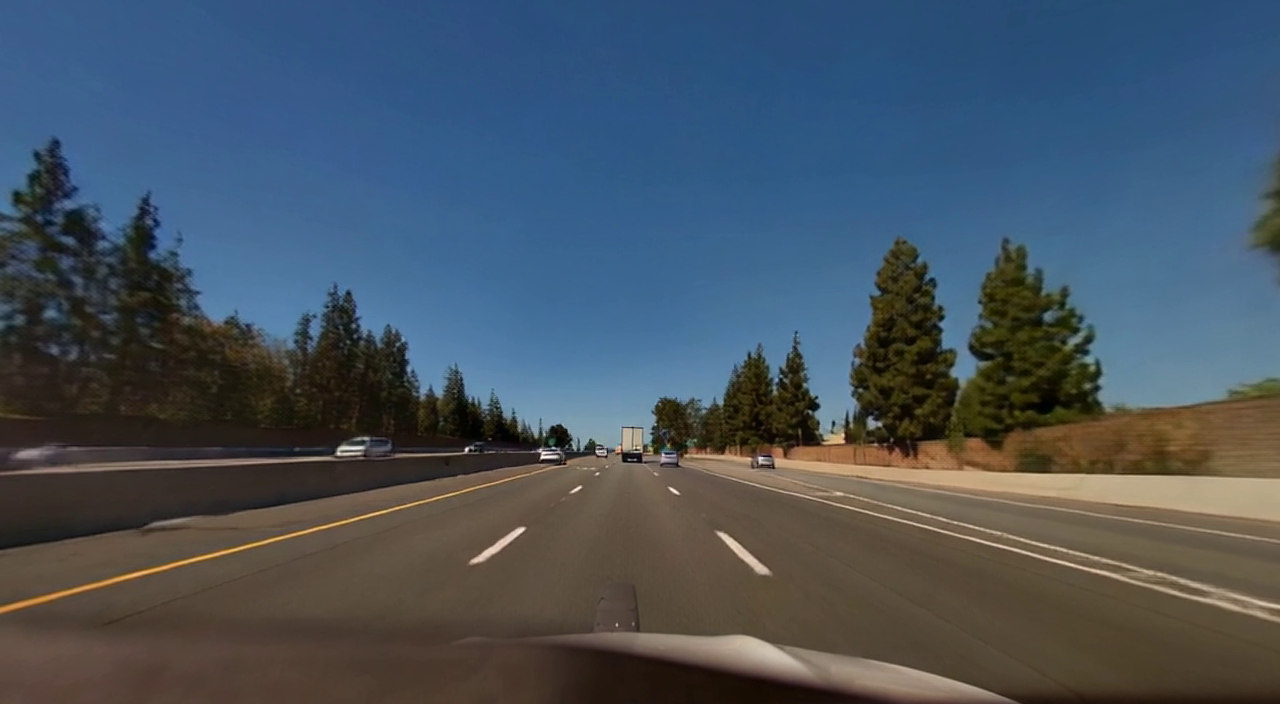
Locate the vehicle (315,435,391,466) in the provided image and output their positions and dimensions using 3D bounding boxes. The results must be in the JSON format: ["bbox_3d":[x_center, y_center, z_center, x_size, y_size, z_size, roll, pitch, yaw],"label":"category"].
[{"bbox_3d":[-19.610,6.775,43.546,2.475,1.913,5.834,0,-9,0],"label":"vehicle"}]

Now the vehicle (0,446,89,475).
[{"bbox_3d":[-33.734,5.986,35.222,1.973,1.481,4.884,1,-9,-7],"label":"vehicle"}]
